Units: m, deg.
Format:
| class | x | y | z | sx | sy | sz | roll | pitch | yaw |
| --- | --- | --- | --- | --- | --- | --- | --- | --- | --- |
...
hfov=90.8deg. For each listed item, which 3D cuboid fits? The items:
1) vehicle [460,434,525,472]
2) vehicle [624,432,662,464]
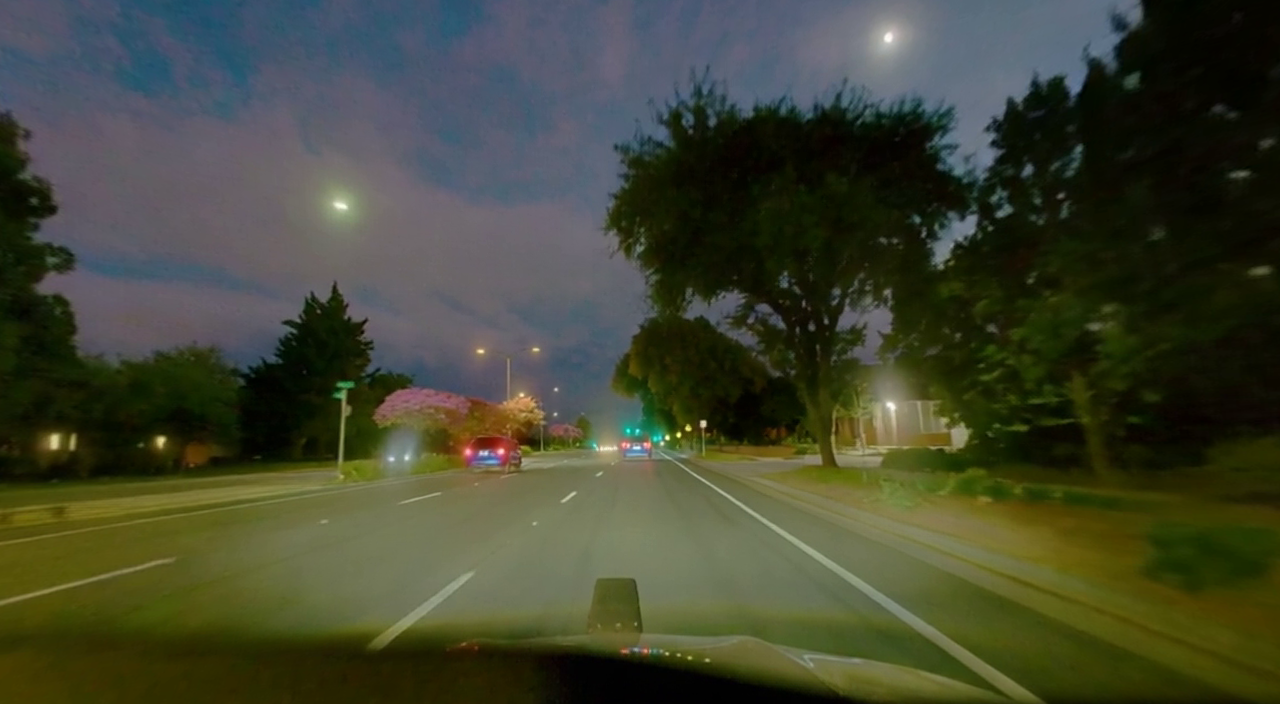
| class | x | y | z | sx | sy | sz | roll | pitch | yaw |
| --- | --- | --- | --- | --- | --- | --- | --- | --- | --- |
| vehicle | -6.971 | 4.815 | 30.386 | 1.993 | 1.657 | 4.487 | -1 | -8 | 1 |
| vehicle | 0.203 | 5.616 | 37.056 | 2.070 | 1.764 | 4.552 | -1 | -8 | 1 |
